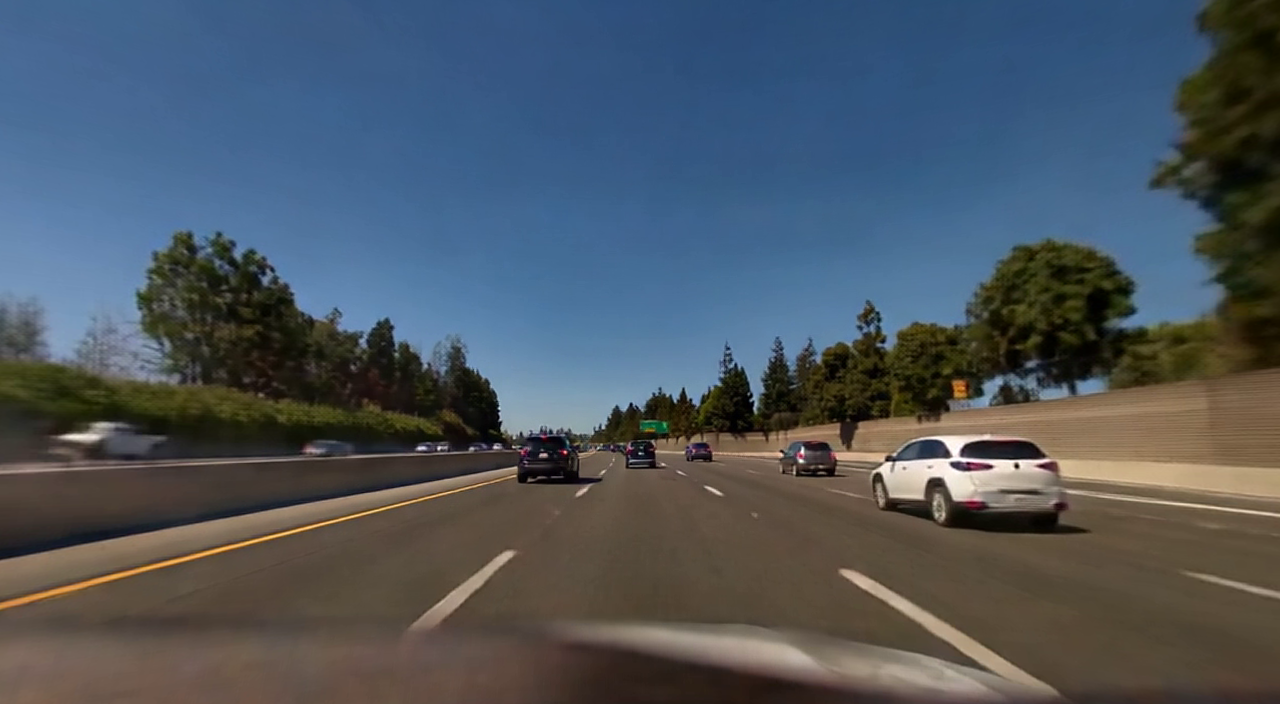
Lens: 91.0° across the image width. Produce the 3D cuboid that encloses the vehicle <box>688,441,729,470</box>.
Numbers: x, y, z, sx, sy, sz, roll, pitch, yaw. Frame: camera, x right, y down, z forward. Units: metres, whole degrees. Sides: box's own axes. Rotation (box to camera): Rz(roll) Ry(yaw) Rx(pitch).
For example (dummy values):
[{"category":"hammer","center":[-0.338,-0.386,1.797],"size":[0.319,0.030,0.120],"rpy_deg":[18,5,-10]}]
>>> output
[{"category":"vehicle","center":[4.246,6.489,39.577],"size":[2.022,1.682,4.226],"rpy_deg":[0,-9,-1]}]

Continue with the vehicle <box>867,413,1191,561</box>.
[{"category":"vehicle","center":[5.316,1.905,9.640],"size":[2.041,1.669,4.712],"rpy_deg":[0,-9,2]}]

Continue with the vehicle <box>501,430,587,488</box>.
[{"category":"vehicle","center":[-3.214,3.722,22.181],"size":[2.199,1.777,4.790],"rpy_deg":[0,-9,1]}]

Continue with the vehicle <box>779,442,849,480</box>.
[{"category":"vehicle","center":[7.743,4.865,28.421],"size":[1.989,1.569,3.964],"rpy_deg":[0,-9,-1]}]

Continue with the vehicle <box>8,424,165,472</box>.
[{"category":"vehicle","center":[-25.393,4.451,29.250],"size":[2.490,1.995,5.219],"rpy_deg":[0,-9,0]}]

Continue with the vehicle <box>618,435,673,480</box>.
[{"category":"vehicle","center":[0.209,4.476,26.924],"size":[2.181,1.728,3.970],"rpy_deg":[0,-9,0]}]

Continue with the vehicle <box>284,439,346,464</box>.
[{"category":"vehicle","center":[-21.757,6.657,42.341],"size":[1.878,1.579,4.158],"rpy_deg":[0,-9,1]}]
